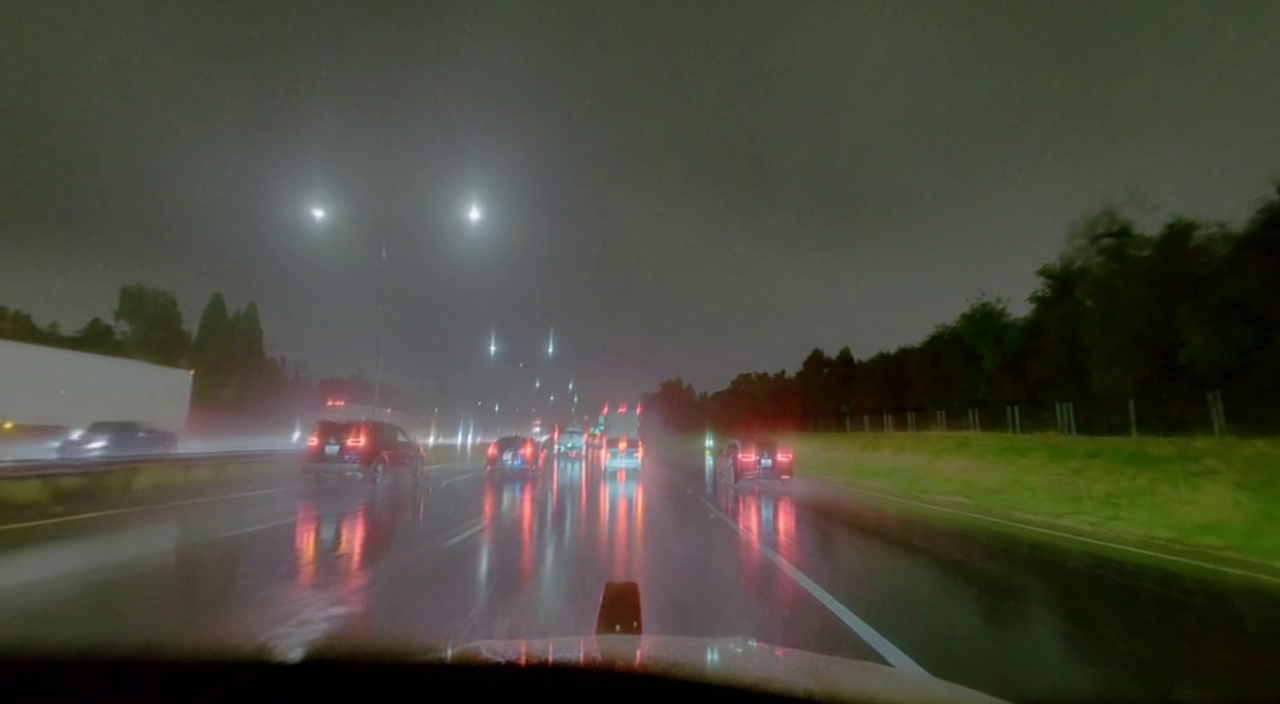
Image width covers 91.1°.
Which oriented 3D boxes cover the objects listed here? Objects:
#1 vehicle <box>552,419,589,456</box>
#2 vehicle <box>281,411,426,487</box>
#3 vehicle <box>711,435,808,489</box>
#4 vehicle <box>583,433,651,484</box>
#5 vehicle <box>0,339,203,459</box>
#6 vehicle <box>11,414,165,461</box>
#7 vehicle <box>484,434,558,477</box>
[{"bbox_3d":[-5.176,6.477,47.643,2.303,2.610,6.579,0,-8,-2],"label":"vehicle"},{"bbox_3d":[-8.220,2.834,18.665,2.158,1.943,4.662,0,-8,-1],"label":"vehicle"},{"bbox_3d":[3.563,3.353,19.674,1.981,1.474,4.396,0,-8,-3],"label":"vehicle"},{"bbox_3d":[-0.702,3.398,20.400,1.980,1.478,3.758,0,-8,-1],"label":"vehicle"},{"bbox_3d":[-23.010,2.001,24.171,2.881,3.978,14.159,0,-8,-3],"label":"vehicle"},{"bbox_3d":[-19.268,3.014,22.228,1.873,1.475,4.034,0,-8,-2],"label":"vehicle"},{"bbox_3d":[-4.448,3.909,24.208,2.046,1.493,4.384,0,-8,0],"label":"vehicle"}]
